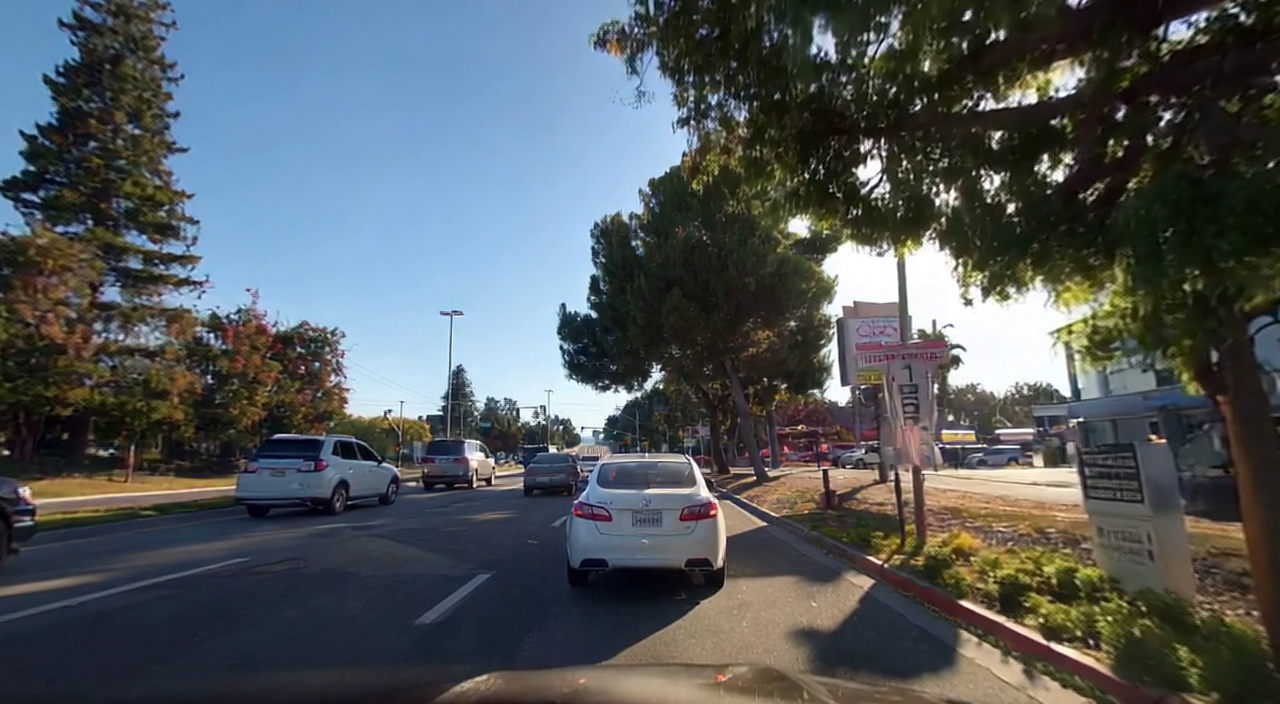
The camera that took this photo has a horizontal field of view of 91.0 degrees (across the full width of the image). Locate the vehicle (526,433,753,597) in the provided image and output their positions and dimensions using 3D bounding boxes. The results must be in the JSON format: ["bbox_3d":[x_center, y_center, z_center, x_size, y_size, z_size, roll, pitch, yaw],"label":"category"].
[{"bbox_3d":[0.033,1.812,7.876,2.091,1.494,3.962,0,-9,1],"label":"vehicle"}]

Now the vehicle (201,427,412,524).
[{"bbox_3d":[-6.979,2.618,13.915,2.032,1.767,4.549,0,-9,2],"label":"vehicle"}]

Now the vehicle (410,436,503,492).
[{"bbox_3d":[-6.849,4.224,24.125,2.130,1.900,4.470,0,-9,1],"label":"vehicle"}]
